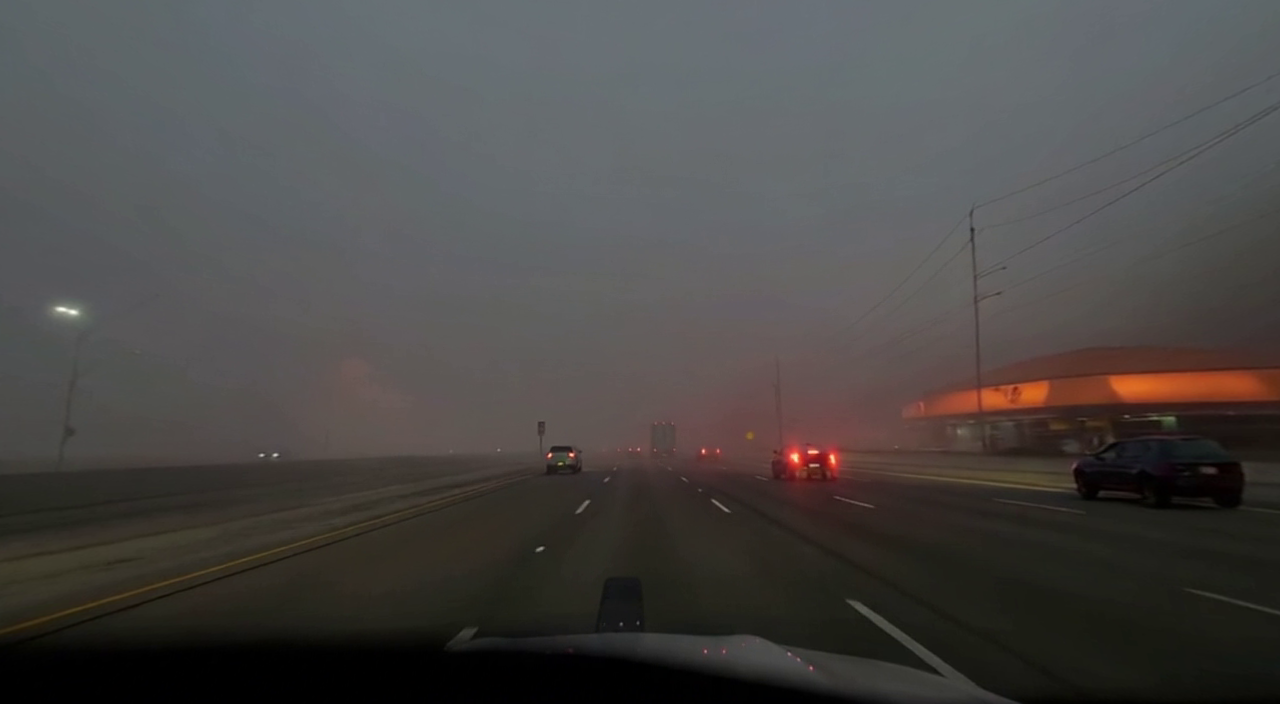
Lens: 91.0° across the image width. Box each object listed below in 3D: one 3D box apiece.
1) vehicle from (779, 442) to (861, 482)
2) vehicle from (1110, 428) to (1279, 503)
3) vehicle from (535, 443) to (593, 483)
[{"bbox_3d":[7.321,4.491,26.076,1.980,1.501,4.433,0,-8,-2],"label":"vehicle"},{"bbox_3d":[15.934,3.083,17.462,2.201,1.785,4.399,1,-9,-3],"label":"vehicle"},{"bbox_3d":[-3.058,4.541,26.137,1.929,1.521,4.097,0,-8,0],"label":"vehicle"}]
